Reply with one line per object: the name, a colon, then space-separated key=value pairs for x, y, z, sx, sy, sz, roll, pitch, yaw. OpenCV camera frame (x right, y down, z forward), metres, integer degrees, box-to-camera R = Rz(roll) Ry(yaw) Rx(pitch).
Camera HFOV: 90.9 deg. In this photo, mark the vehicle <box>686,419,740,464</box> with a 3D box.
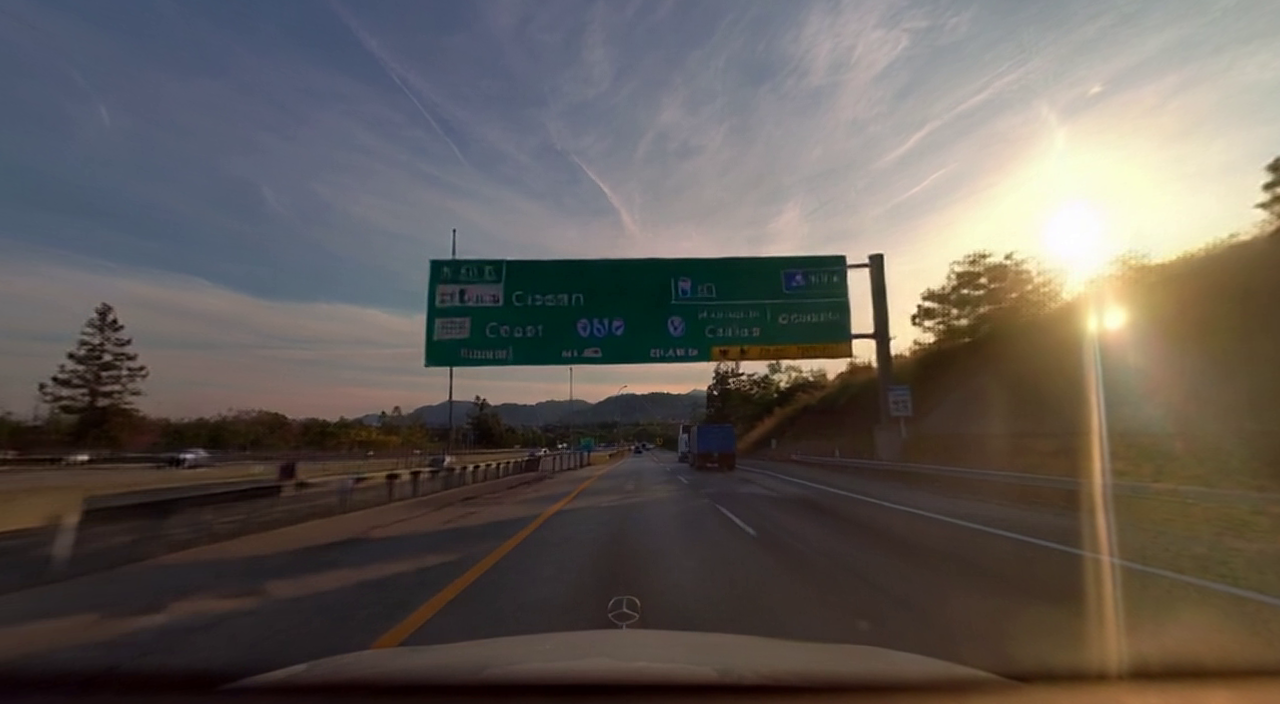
vehicle: x=4.360 y=5.523 z=38.785 sx=2.430 sy=2.495 sz=6.062 roll=0 pitch=-8 yaw=-1
